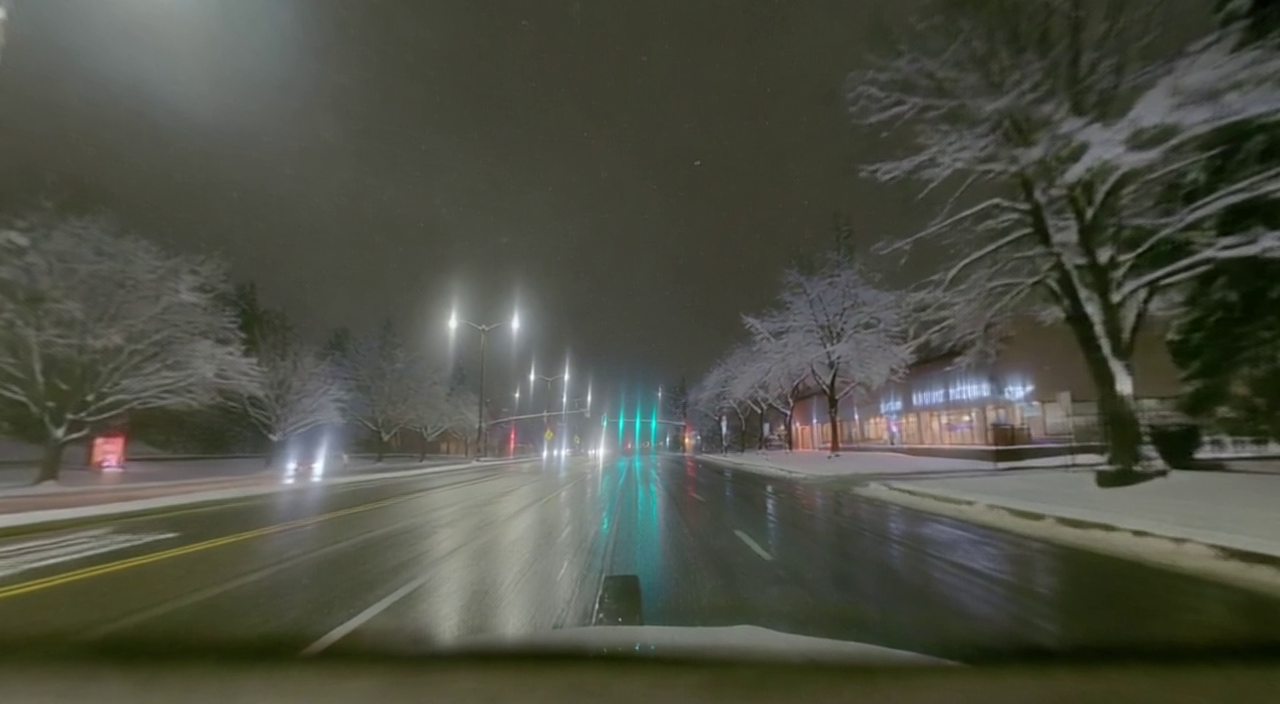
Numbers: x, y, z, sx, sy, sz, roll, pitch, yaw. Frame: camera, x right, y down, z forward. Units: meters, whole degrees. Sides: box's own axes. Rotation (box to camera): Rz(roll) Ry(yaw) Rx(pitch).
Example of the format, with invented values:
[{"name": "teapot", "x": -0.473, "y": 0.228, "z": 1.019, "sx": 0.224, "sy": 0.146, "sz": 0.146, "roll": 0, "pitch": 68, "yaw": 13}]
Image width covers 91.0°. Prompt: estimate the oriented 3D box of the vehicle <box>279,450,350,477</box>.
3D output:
[{"name": "vehicle", "x": -19.949, "y": 6.830, "z": 38.845, "sx": 1.884, "sy": 1.479, "sz": 4.740, "roll": 0, "pitch": -8, "yaw": 0}]
